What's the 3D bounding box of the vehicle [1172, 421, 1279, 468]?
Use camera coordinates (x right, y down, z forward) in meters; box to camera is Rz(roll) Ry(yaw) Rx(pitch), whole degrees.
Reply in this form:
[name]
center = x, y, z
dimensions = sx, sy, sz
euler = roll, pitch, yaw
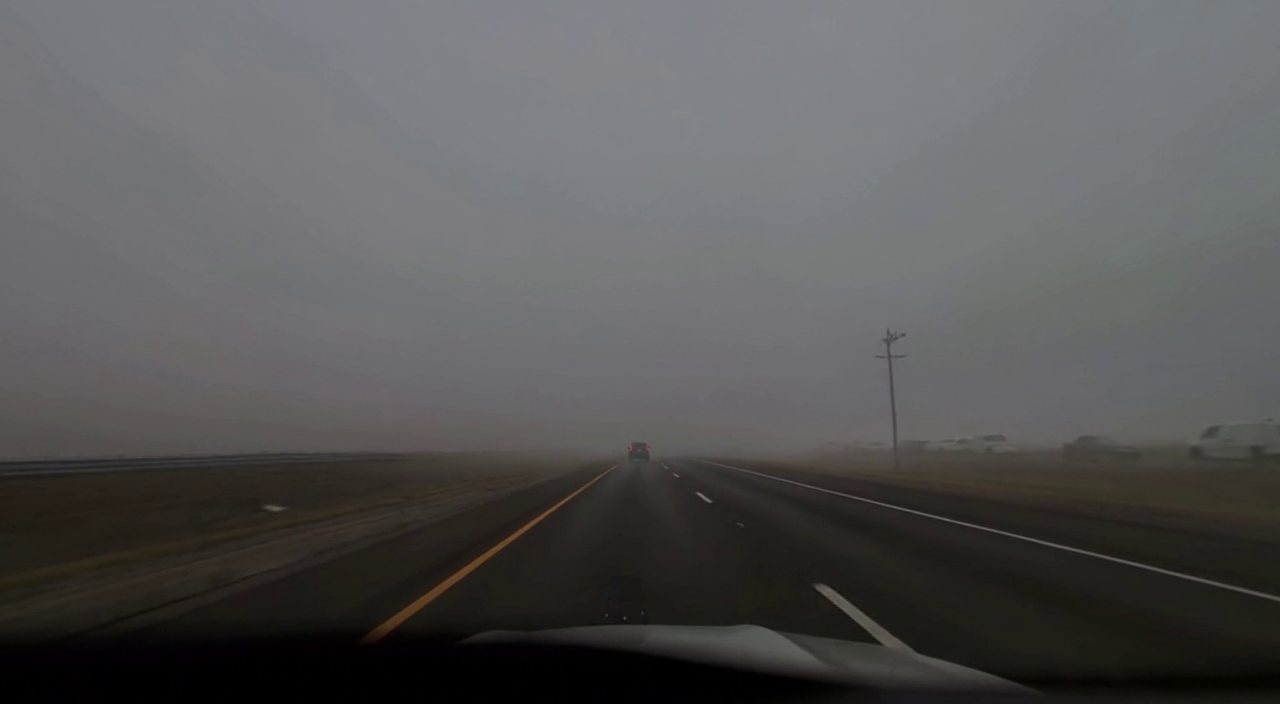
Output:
[vehicle]
center = 38.423, 5.677, 38.681
dimensions = 2.820, 2.717, 8.695
euler = 1, -9, -12
